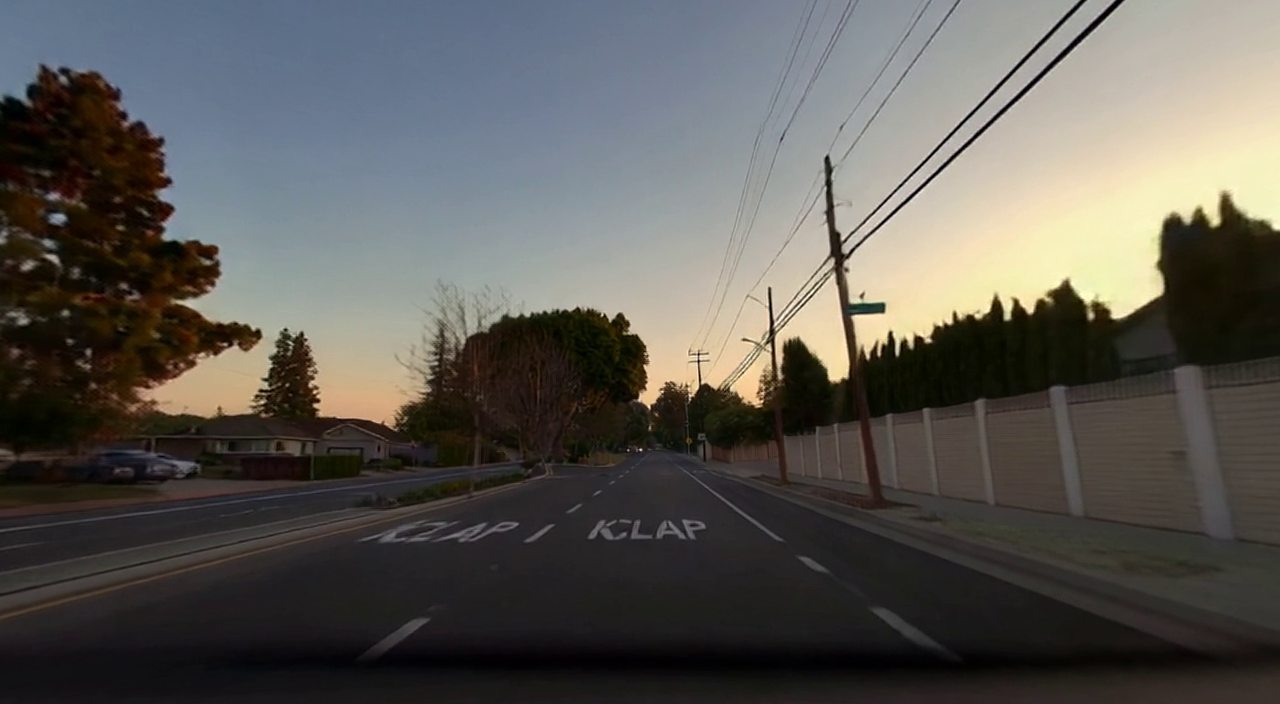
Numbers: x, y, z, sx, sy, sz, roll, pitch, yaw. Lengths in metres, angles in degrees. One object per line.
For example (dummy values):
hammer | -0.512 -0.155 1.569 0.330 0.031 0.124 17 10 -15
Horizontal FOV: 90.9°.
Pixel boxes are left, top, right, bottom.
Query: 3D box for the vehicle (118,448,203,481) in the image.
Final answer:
vehicle | -29.021 6.787 38.404 2.100 1.845 4.793 2 -8 -11

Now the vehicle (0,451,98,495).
vehicle | -26.632 5.193 27.436 1.921 1.695 4.550 0 -8 3
